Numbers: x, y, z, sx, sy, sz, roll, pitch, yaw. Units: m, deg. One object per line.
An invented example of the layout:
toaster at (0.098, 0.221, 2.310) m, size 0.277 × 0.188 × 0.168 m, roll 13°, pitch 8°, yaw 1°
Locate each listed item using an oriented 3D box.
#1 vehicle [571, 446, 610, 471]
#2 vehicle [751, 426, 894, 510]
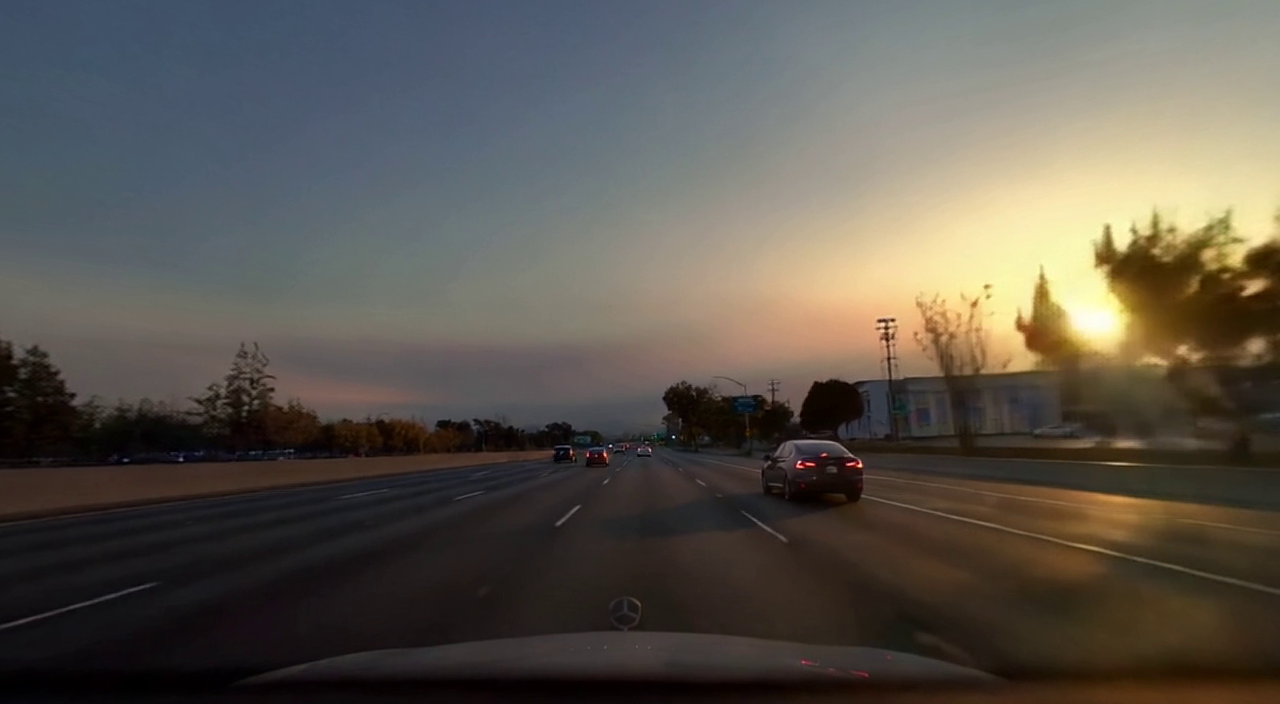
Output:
vehicle at (-3.103, 6.785, 40.317) m, size 2.139 × 1.510 × 4.506 m, roll 0°, pitch -9°, yaw 0°
vehicle at (4.296, 2.816, 15.756) m, size 2.109 × 1.764 × 4.704 m, roll 0°, pitch -9°, yaw 0°
